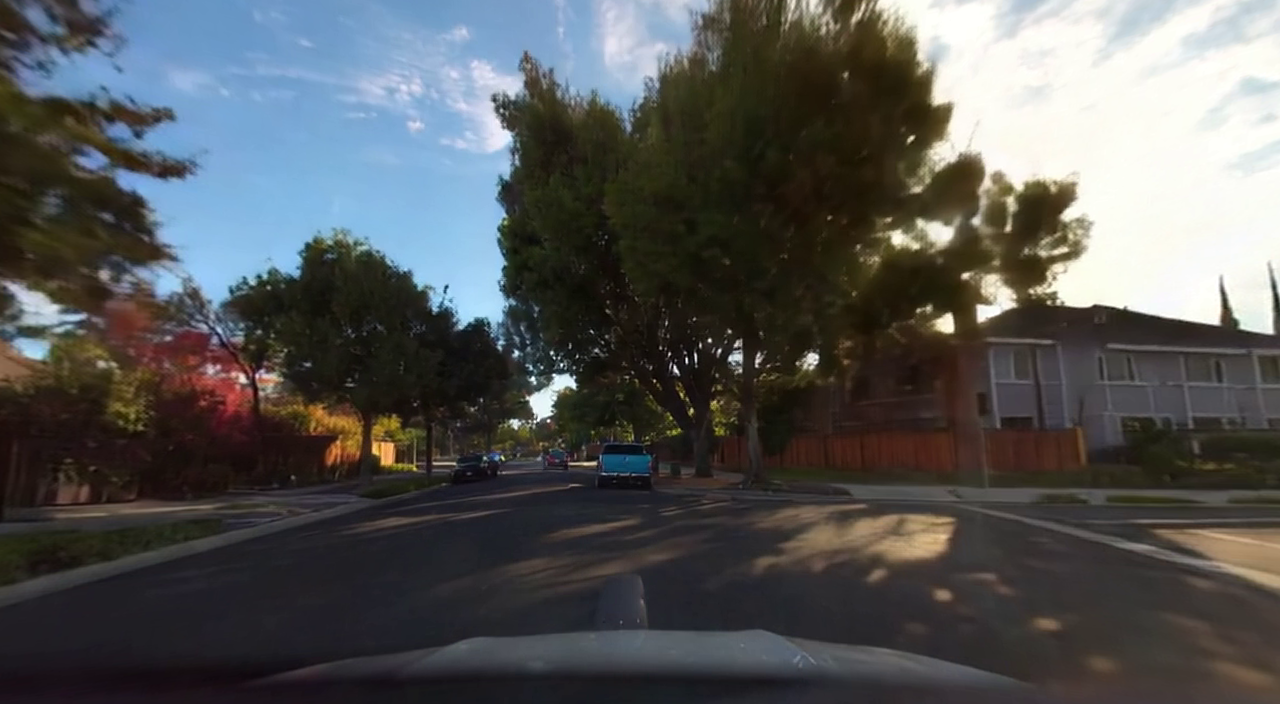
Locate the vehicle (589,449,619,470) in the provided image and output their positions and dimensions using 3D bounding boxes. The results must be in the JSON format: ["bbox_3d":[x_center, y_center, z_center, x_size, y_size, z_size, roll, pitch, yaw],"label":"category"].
[{"bbox_3d":[-2.689,7.913,46.715,2.064,1.477,3.968,1,-9,-4],"label":"vehicle"}]
